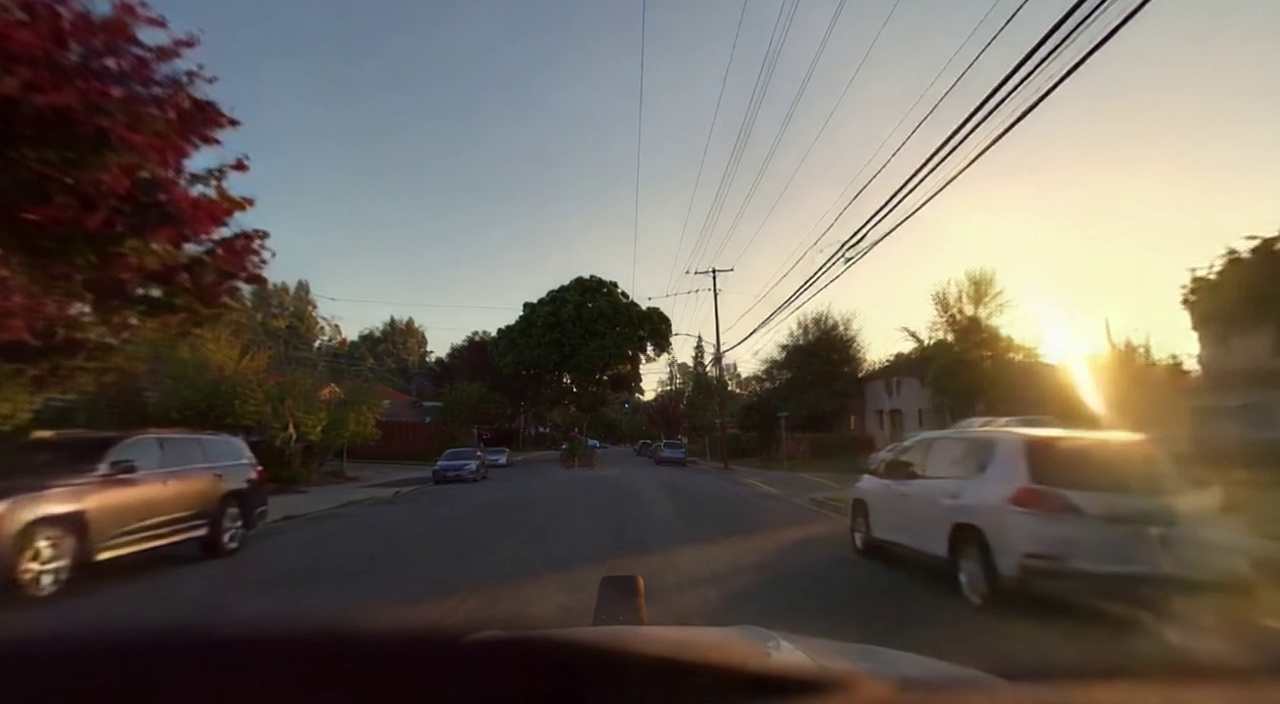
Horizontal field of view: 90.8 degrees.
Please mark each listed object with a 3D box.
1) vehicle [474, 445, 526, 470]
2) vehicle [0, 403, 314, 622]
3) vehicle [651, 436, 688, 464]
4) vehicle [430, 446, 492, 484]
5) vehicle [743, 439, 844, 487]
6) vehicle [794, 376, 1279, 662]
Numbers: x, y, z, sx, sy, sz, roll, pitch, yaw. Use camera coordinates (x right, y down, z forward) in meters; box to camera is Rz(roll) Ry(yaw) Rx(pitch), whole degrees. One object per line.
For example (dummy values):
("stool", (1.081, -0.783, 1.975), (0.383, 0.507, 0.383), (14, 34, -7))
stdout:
("vehicle", (-9.099, 6.808, 40.851), (2.033, 1.477, 4.626), (5, -10, -28))
("vehicle", (-6.454, 1.721, 7.680), (2.158, 1.817, 5.230), (0, -9, 0))
("vehicle", (2.231, 7.684, 49.610), (2.173, 1.992, 5.891), (1, -9, -4))
("vehicle", (-7.605, 4.821, 27.231), (1.997, 1.456, 4.319), (1, -9, -8))
("vehicle", (5.930, 4.181, 24.109), (1.944, 1.636, 4.140), (-8, -12, 42))
("vehicle", (3.498, 1.452, 6.734), (2.178, 1.757, 5.495), (0, -9, -2))
